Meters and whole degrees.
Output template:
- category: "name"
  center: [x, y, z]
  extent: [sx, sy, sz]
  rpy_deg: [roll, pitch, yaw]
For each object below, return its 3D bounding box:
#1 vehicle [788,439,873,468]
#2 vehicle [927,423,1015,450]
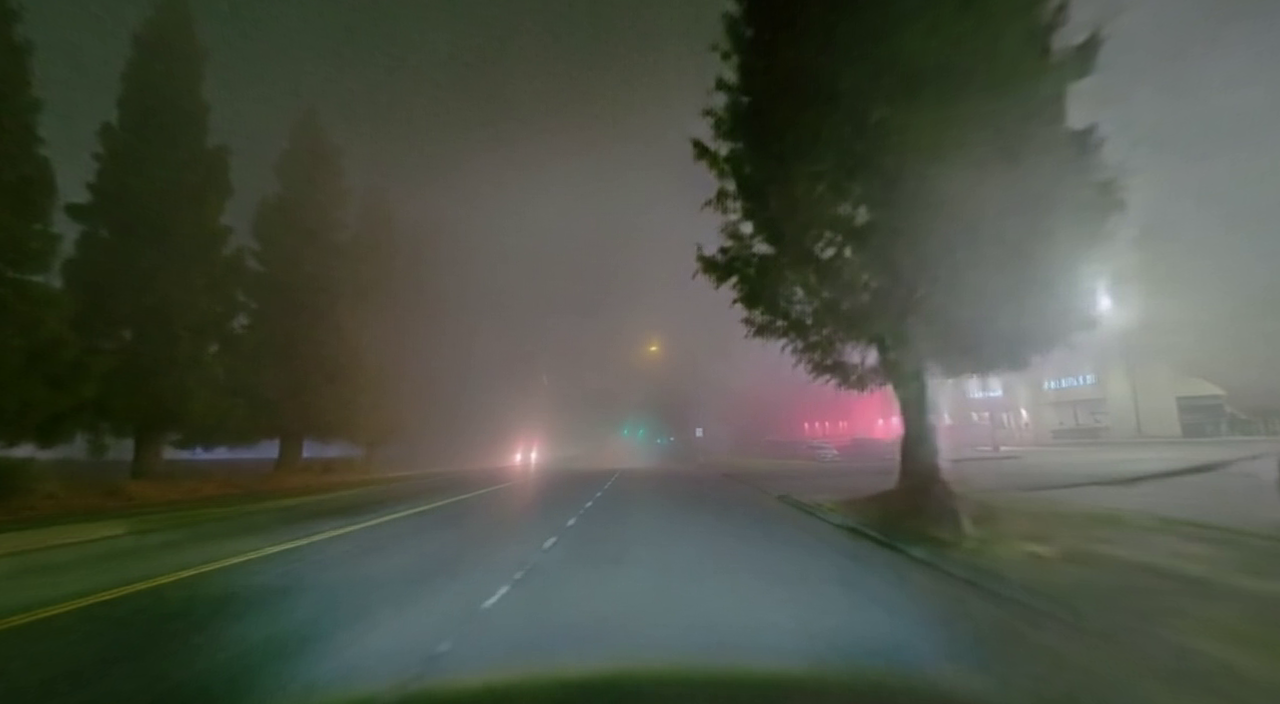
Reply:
- category: "vehicle"
  center: [11.225, 6.040, 37.393]
  extent: [4.361, 1.462, 1.857]
  rpy_deg: [-3, -11, 1]
- category: "vehicle"
  center: [22.769, 5.831, 43.507]
  extent: [4.759, 1.564, 2.117]
  rpy_deg: [-3, -7, 0]
